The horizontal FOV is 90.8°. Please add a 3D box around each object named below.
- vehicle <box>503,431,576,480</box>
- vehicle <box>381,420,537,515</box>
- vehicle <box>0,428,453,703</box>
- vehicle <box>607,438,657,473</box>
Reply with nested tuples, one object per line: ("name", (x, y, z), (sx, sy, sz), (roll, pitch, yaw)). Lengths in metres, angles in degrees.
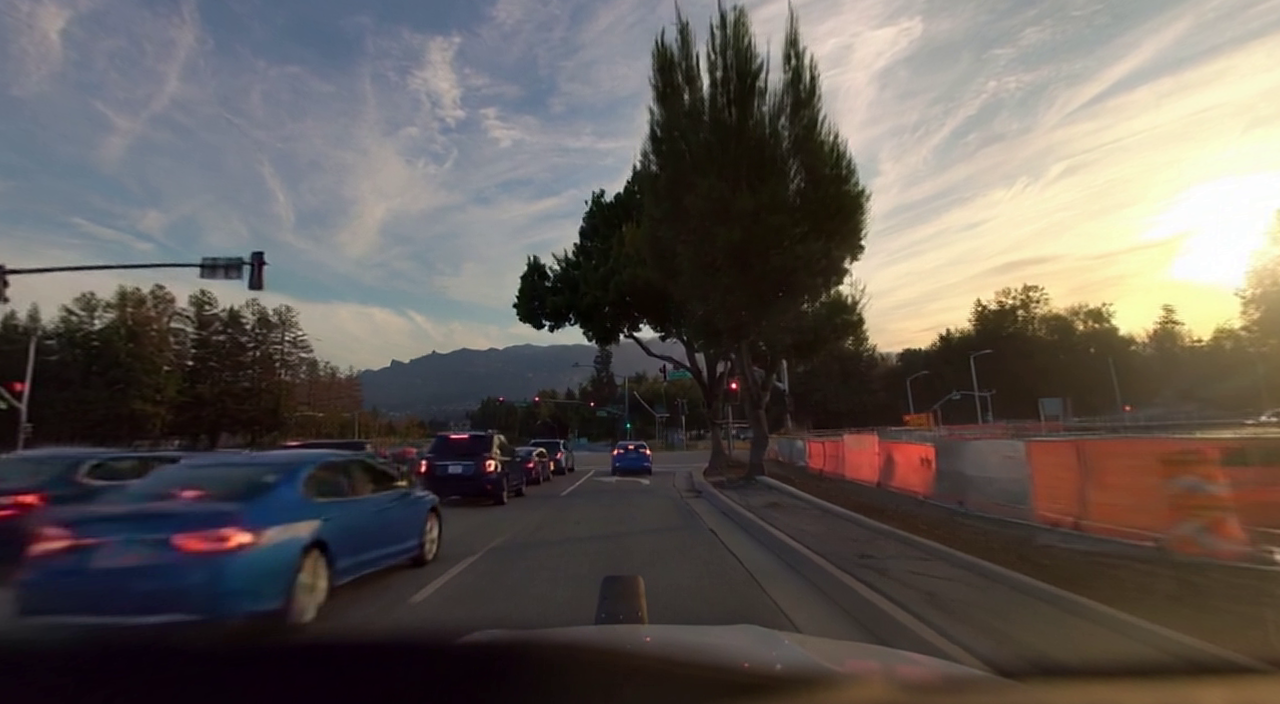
("vehicle", (-4.095, 4.322, 26.588), (2.240, 1.844, 5.043), (0, -9, 0))
("vehicle", (-4.031, 2.683, 15.148), (2.236, 1.886, 4.792), (0, -9, 1))
("vehicle", (-3.261, 1.485, 5.496), (2.042, 1.441, 4.172), (-2, -9, 0))
("vehicle", (-0.364, 4.849, 29.808), (2.183, 1.506, 4.286), (0, -9, 0))
